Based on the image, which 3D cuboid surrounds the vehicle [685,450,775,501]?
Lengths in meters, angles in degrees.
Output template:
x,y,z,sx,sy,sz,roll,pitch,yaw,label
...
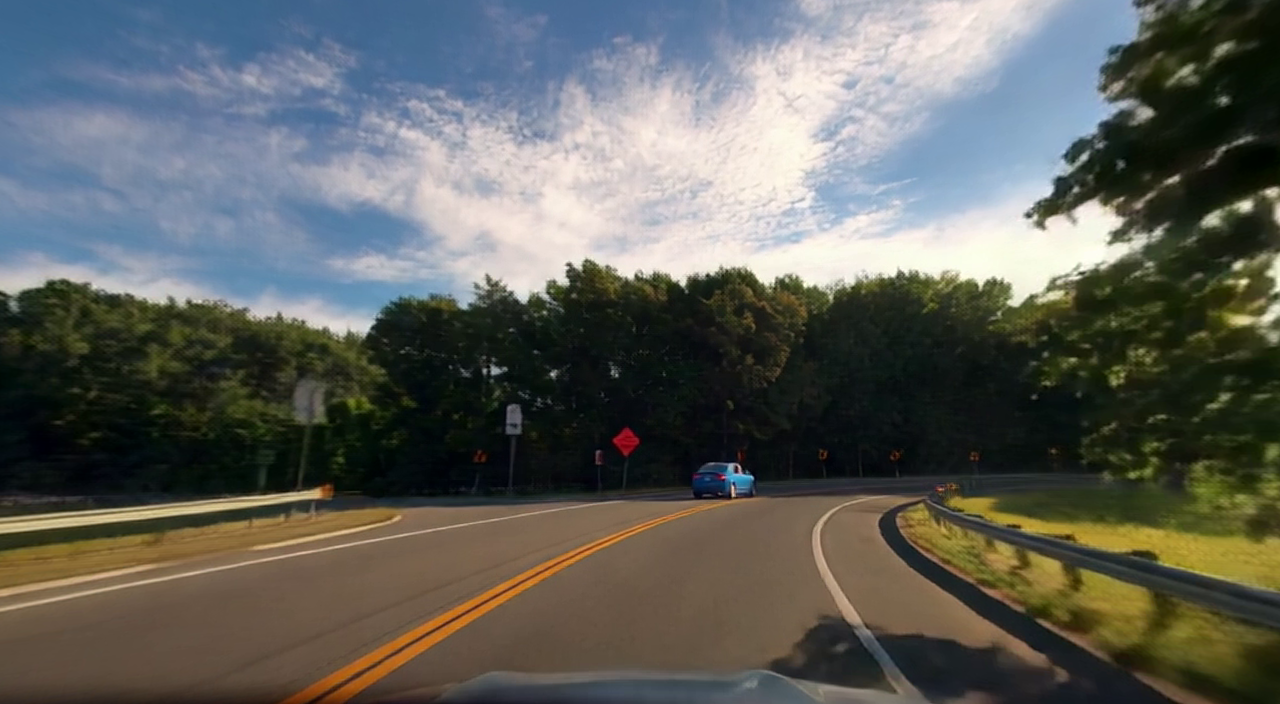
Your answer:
x,y,z,sx,sy,sz,roll,pitch,yaw,label
3.508,4.643,23.901,1.997,1.692,4.422,-5,-11,28,vehicle
